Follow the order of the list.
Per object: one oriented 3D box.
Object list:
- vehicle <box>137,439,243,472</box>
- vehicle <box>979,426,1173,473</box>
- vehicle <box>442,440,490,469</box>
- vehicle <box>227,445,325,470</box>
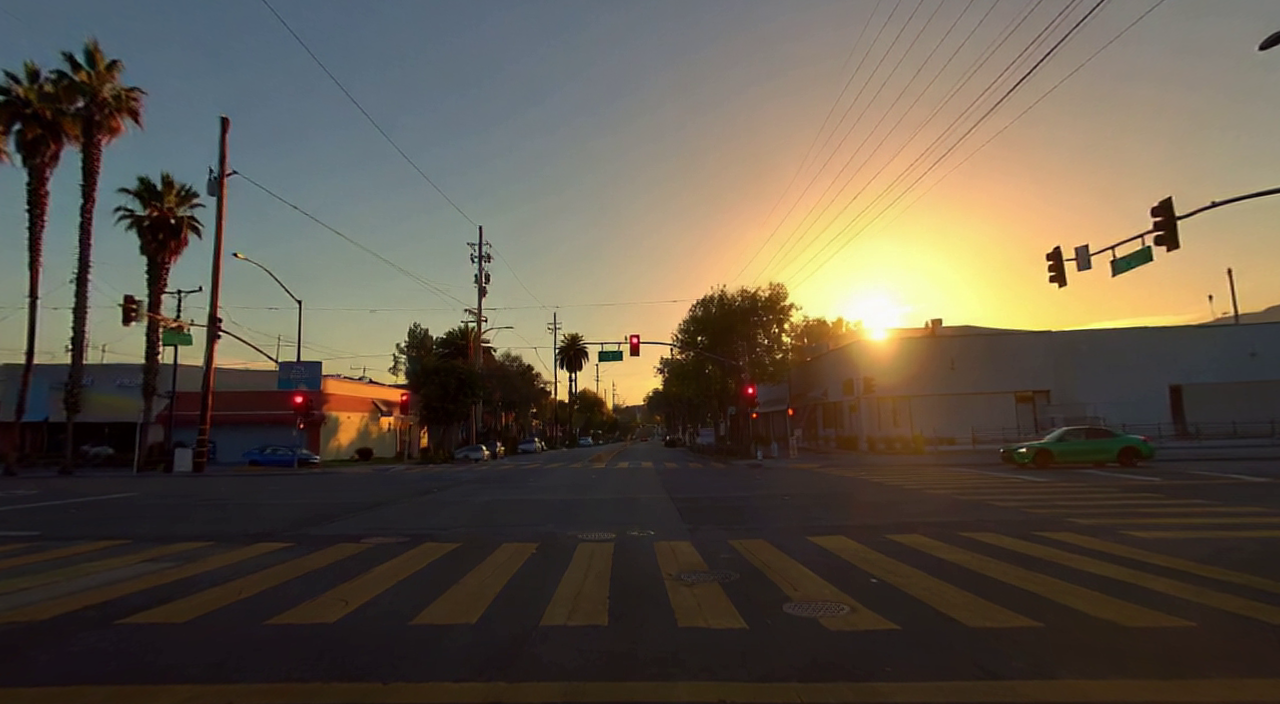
[{"bbox_3d":[-25.906,5.976,36.449,4.613,1.820,2.021,-1,-9,4],"label":"vehicle"},{"bbox_3d":[14.405,3.257,21.167,4.918,1.479,1.897,-1,-9,7],"label":"vehicle"},{"bbox_3d":[-11.959,7.046,43.781,2.016,1.717,4.287,0,-6,1],"label":"vehicle"},{"bbox_3d":[-22.306,6.483,38.833,4.849,1.444,1.881,0,-9,2],"label":"vehicle"}]
